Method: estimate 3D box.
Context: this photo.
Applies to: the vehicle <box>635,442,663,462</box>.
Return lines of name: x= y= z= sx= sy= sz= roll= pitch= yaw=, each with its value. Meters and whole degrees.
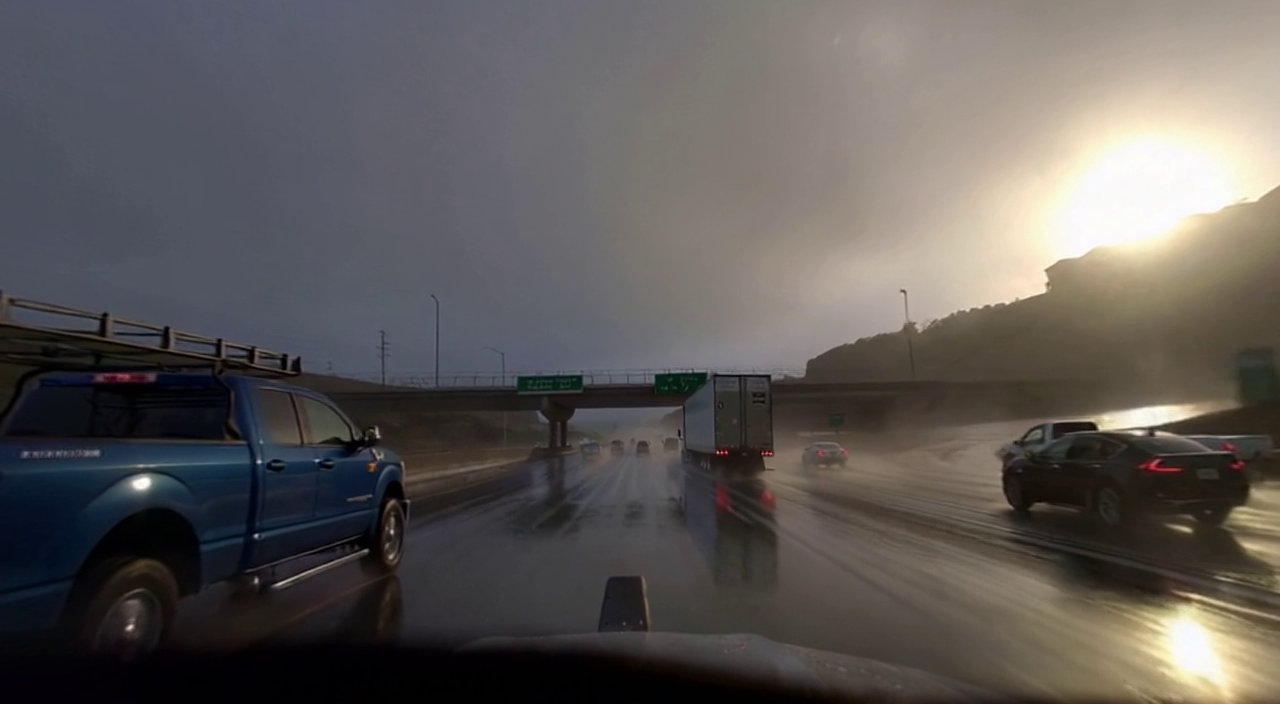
vehicle: x=0.672 y=7.699 z=48.436 sx=2.092 sy=1.446 sz=4.092 roll=0 pitch=-8 yaw=0

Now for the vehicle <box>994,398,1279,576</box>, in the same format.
vehicle: x=7.084 y=1.630 z=8.405 sx=1.999 sy=1.700 sz=4.640 roll=0 pitch=-8 yaw=0

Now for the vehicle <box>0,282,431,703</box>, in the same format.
vehicle: x=-3.939 y=1.067 z=4.709 sx=2.599 sy=2.054 sz=6.288 roll=0 pitch=-8 yaw=0

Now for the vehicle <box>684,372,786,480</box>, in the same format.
vehicle: x=3.999 y=3.709 z=30.066 sx=2.885 sy=4.036 sz=12.891 roll=0 pitch=-8 yaw=0

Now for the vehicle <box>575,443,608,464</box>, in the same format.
vehicle: x=-3.523 y=7.470 z=46.674 sx=2.077 sy=1.446 sz=4.106 roll=0 pitch=-8 yaw=0
